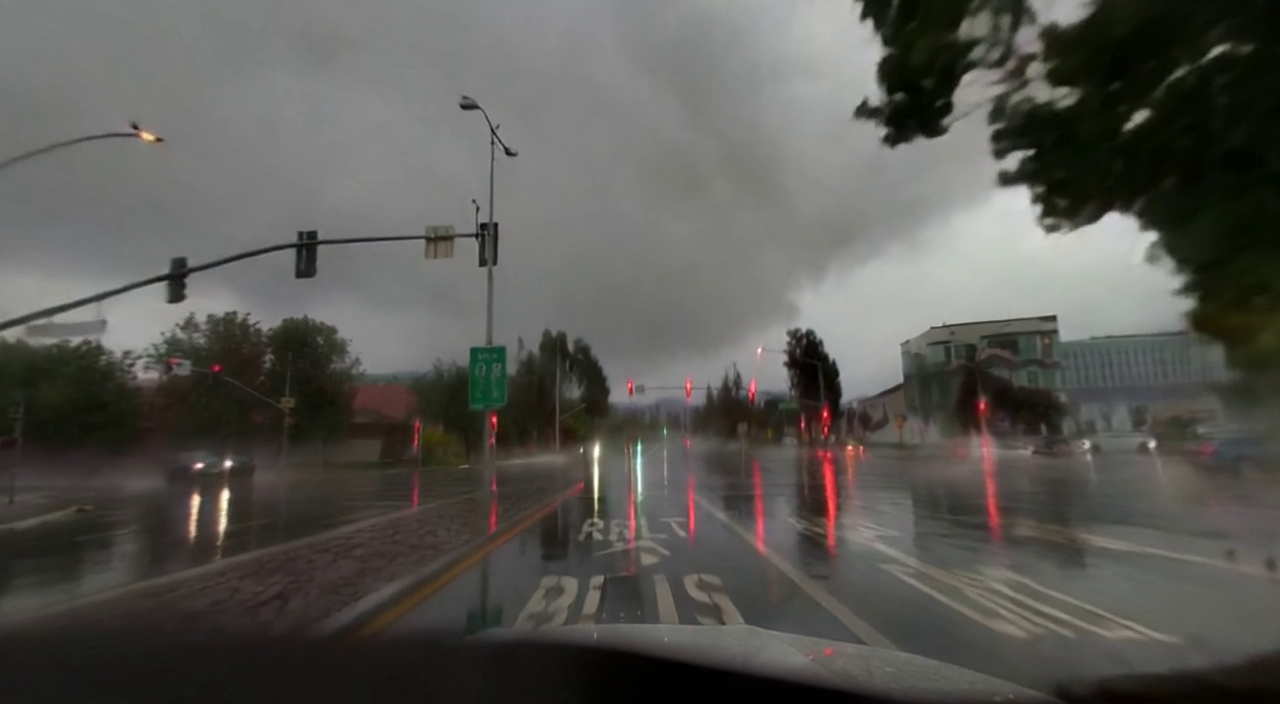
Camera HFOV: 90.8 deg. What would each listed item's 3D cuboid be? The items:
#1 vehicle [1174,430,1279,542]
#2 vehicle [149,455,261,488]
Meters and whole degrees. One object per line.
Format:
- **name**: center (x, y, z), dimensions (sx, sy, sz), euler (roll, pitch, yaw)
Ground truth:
- **vehicle**: center (9.701, 1.734, 8.012), dimensions (1.933, 1.500, 4.458), euler (0, -9, 0)
- **vehicle**: center (-24.402, 6.715, 35.567), dimensions (4.706, 1.734, 2.253), euler (-1, -9, 6)
